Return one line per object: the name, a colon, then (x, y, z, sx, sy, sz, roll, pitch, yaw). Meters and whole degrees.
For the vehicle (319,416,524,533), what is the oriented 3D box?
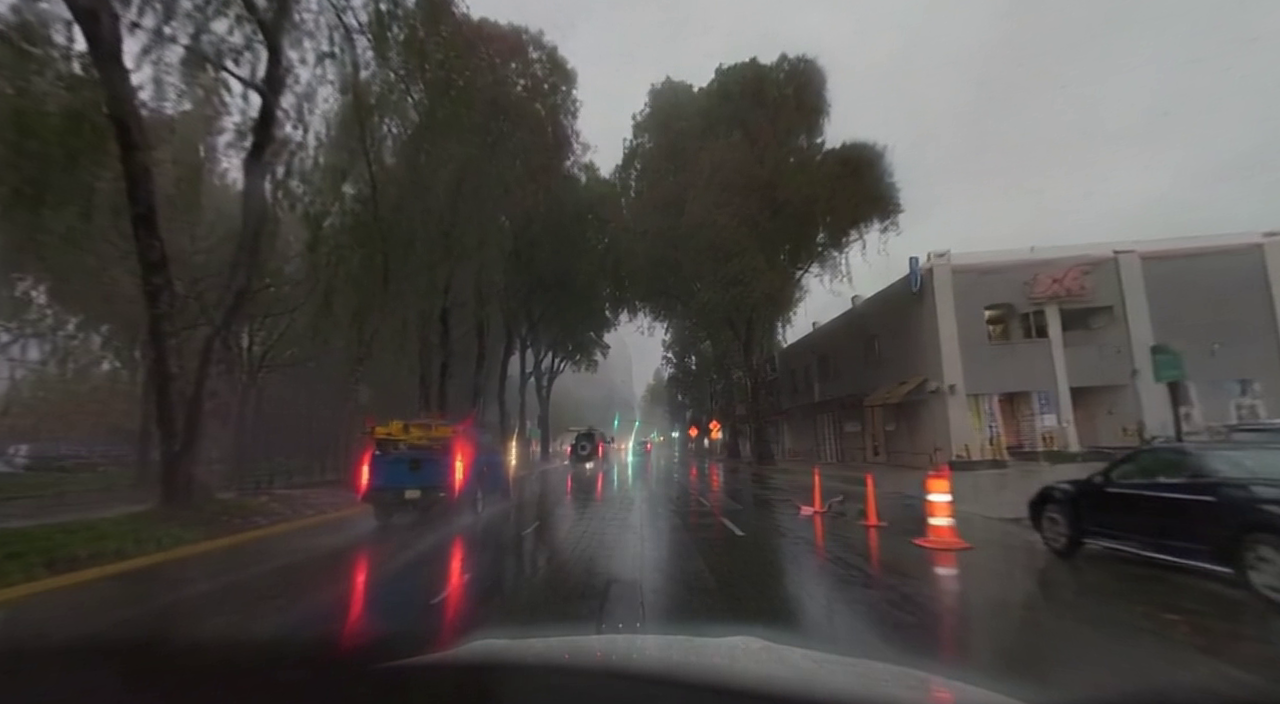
vehicle: (-3.773, 2.217, 11.996, 2.327, 1.775, 4.430, 0, -8, -1)

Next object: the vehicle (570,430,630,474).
vehicle: (-1.943, 5.126, 32.560, 2.424, 2.063, 5.678, -1, -8, 3)

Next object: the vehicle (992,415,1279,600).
vehicle: (6.669, 1.630, 7.289, 2.126, 1.642, 4.888, 0, -8, -4)
